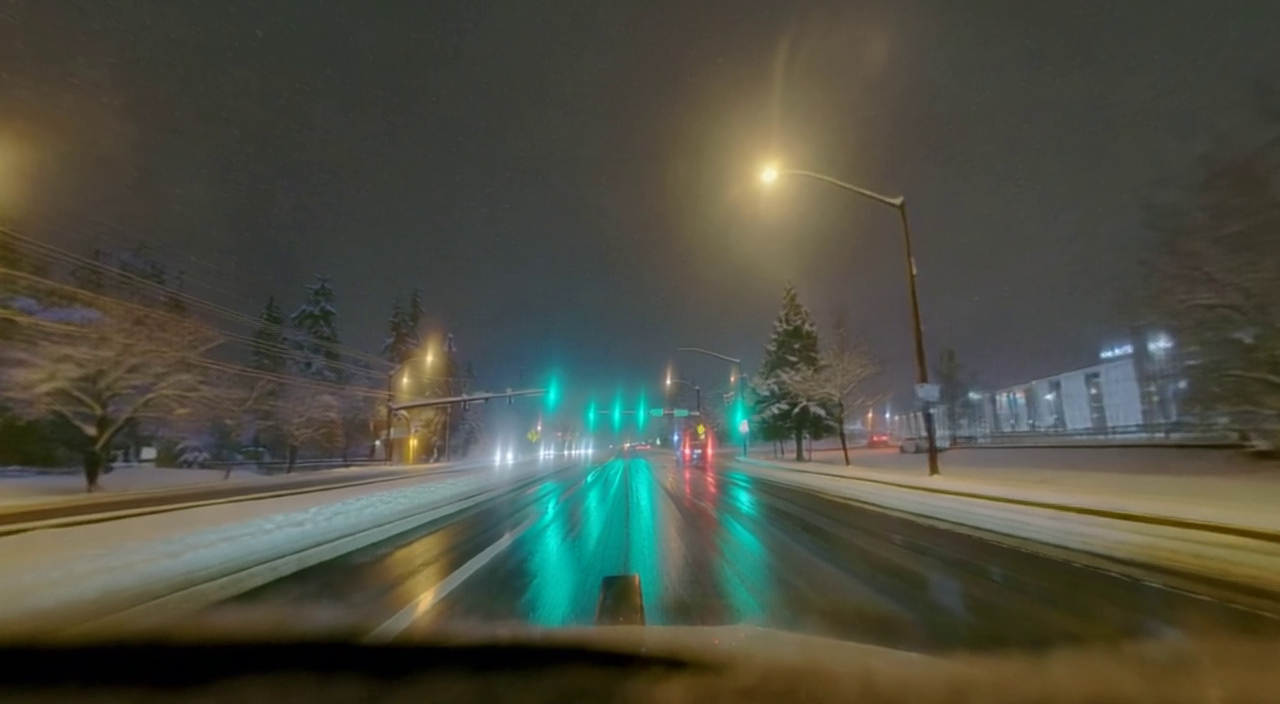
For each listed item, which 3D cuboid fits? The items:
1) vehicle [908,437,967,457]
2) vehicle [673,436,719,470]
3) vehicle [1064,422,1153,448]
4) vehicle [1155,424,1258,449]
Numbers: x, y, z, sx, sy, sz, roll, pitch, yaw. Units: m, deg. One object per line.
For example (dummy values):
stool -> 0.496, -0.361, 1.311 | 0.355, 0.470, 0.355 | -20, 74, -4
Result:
vehicle -> 22.513, 7.220, 47.888 | 3.536, 1.412, 1.727 | 0, -8, -1
vehicle -> 3.088, 5.719, 35.915 | 2.069, 1.761, 4.610 | 0, -8, -2
vehicle -> 34.283, 6.121, 46.324 | 4.842, 1.770, 2.089 | 0, -9, 0
vehicle -> 34.330, 5.146, 38.350 | 4.273, 1.446, 1.929 | -1, -8, 2
